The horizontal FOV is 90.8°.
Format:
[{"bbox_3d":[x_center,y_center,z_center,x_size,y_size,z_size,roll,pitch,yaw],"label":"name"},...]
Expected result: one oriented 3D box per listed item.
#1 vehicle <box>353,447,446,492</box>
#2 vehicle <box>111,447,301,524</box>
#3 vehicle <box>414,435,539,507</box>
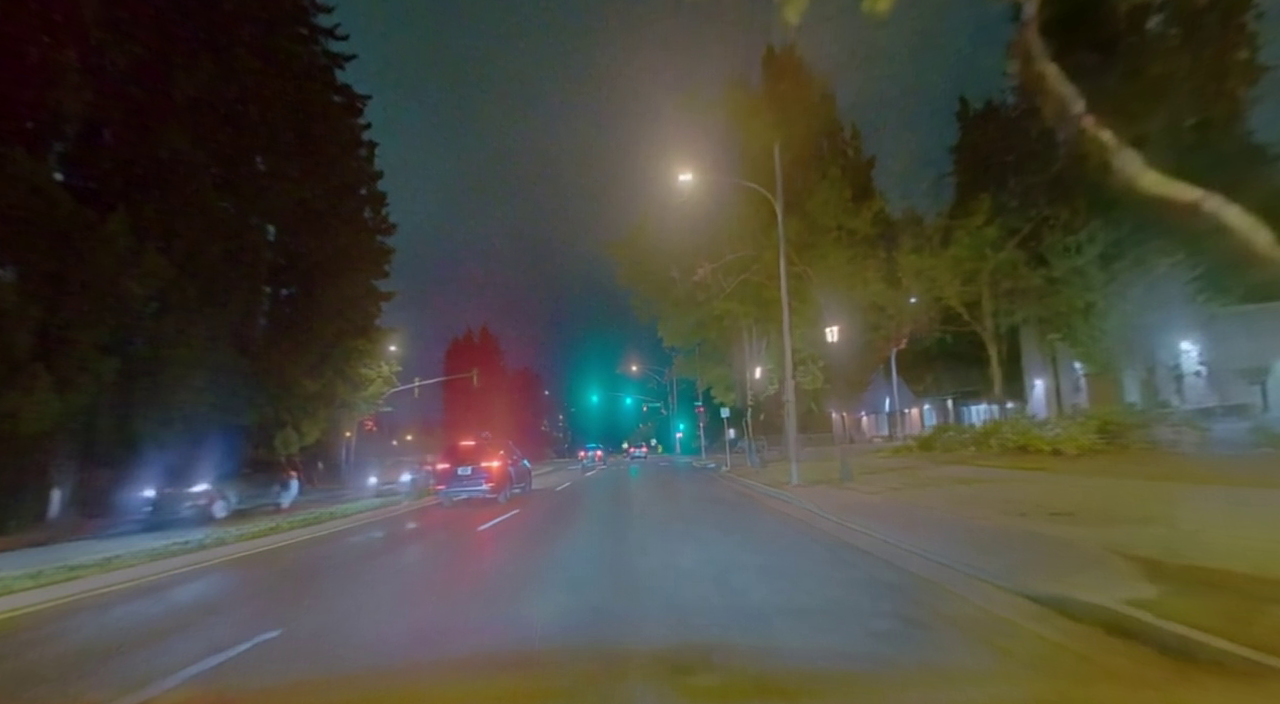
[{"bbox_3d":[-10.895,5.393,29.127,2.149,1.802,5.007,-3,-10,2],"label":"vehicle"},{"bbox_3d":[-14.504,4.413,21.804,2.263,2.211,6.122,0,-8,-1],"label":"vehicle"},{"bbox_3d":[-4.295,3.205,17.481,2.169,1.706,4.638,0,-9,1],"label":"vehicle"}]
